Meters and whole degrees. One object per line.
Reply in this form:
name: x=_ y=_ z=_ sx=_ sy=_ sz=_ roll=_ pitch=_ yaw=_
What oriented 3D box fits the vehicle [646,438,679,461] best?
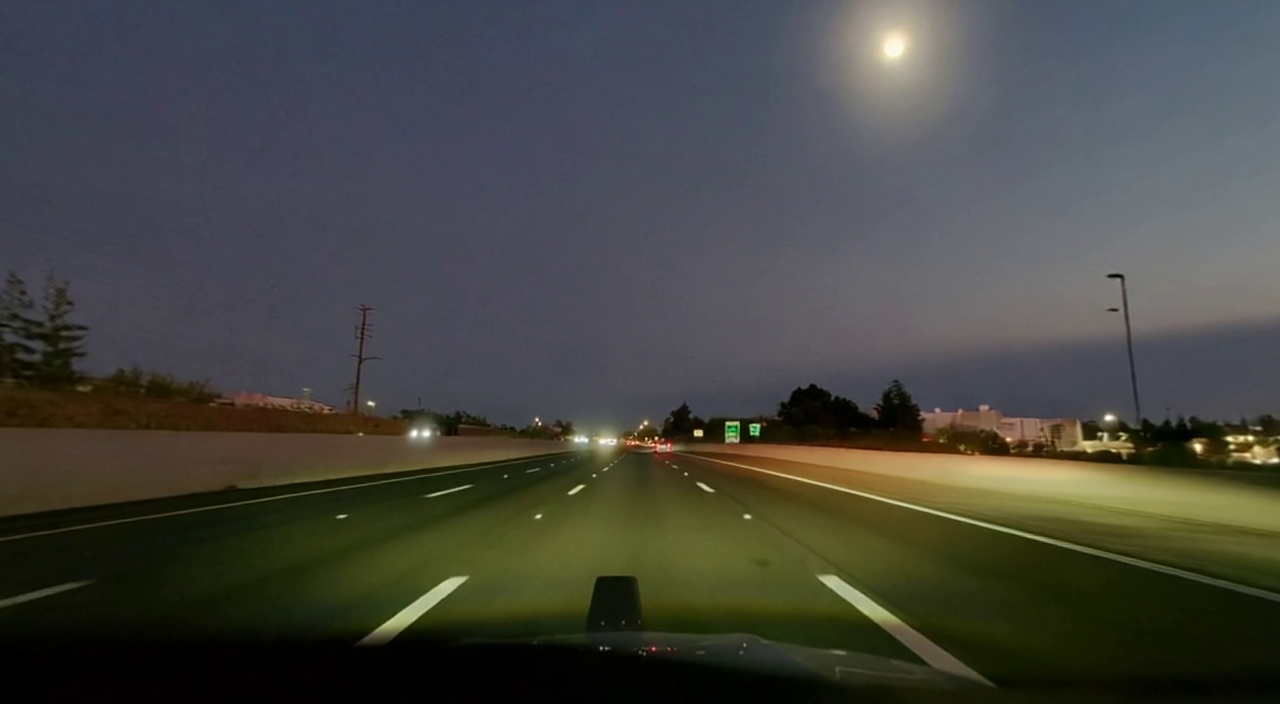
vehicle: x=1.498 y=6.651 z=43.110 sx=2.036 sy=1.486 sz=4.375 roll=0 pitch=-8 yaw=-1
